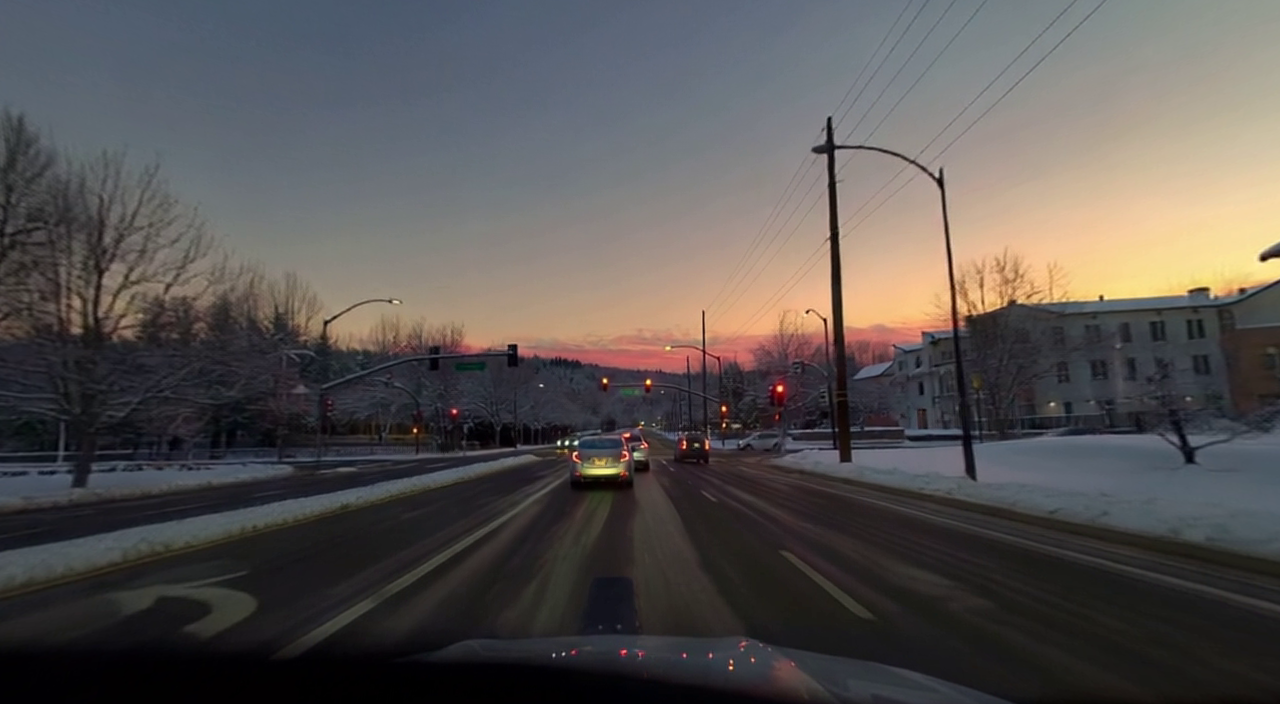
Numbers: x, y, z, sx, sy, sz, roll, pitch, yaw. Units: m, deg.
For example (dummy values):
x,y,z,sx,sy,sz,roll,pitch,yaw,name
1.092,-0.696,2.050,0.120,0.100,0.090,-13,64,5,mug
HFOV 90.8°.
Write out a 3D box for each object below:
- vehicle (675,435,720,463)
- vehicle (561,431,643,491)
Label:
x,y,z,sx,sy,sz,roll,pitch,yaw,name
3.200,5.478,35.889,1.945,1.470,4.363,0,-8,-3,vehicle
-0.969,3.056,18.042,2.075,1.470,3.962,0,-8,0,vehicle
